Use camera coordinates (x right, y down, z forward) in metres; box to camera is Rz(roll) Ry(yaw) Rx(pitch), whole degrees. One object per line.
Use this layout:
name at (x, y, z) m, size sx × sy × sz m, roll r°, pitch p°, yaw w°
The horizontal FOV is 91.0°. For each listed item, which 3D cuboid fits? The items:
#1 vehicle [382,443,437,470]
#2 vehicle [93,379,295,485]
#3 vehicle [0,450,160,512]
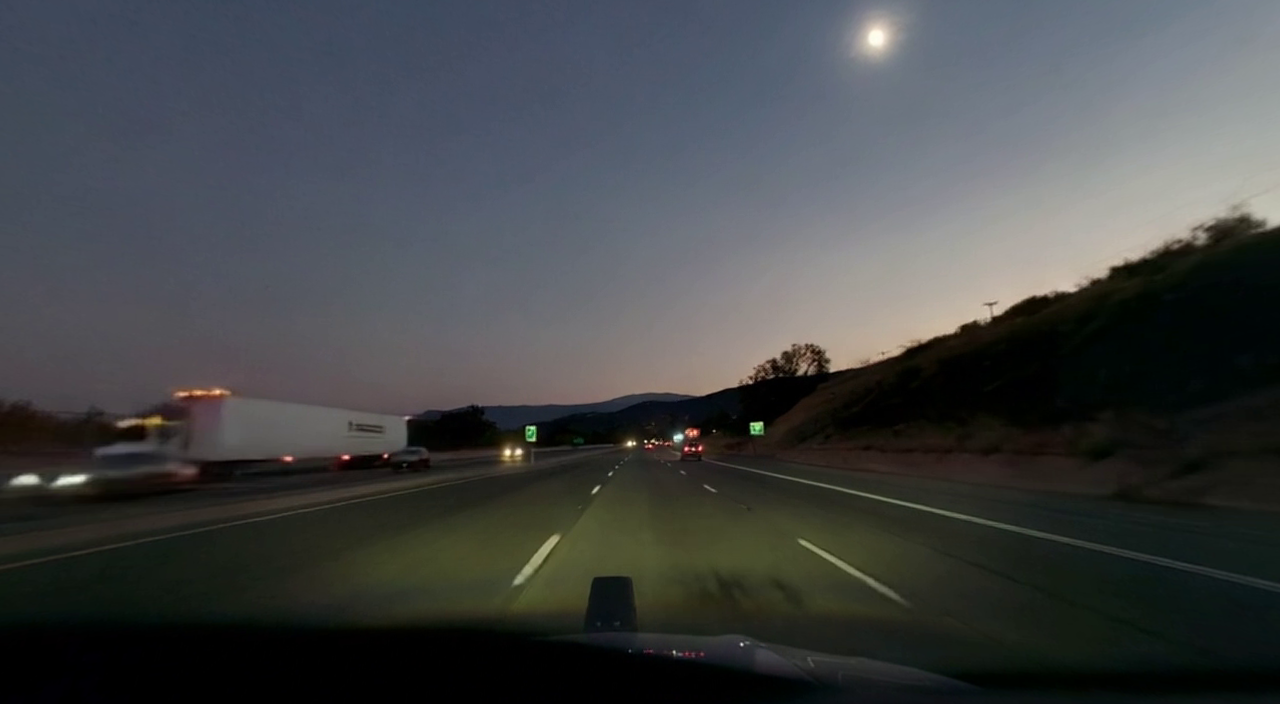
vehicle at (-15.968, 7.250, 43.912) m, size 2.030 × 1.710 × 4.502 m, roll 0°, pitch -8°, yaw 2°
vehicle at (-20.588, 3.898, 30.104) m, size 3.028 × 4.329 × 8.712 m, roll 0°, pitch -8°, yaw 1°
vehicle at (-16.306, 3.508, 17.706) m, size 1.888 × 1.462 × 4.599 m, roll 0°, pitch -8°, yaw 1°
